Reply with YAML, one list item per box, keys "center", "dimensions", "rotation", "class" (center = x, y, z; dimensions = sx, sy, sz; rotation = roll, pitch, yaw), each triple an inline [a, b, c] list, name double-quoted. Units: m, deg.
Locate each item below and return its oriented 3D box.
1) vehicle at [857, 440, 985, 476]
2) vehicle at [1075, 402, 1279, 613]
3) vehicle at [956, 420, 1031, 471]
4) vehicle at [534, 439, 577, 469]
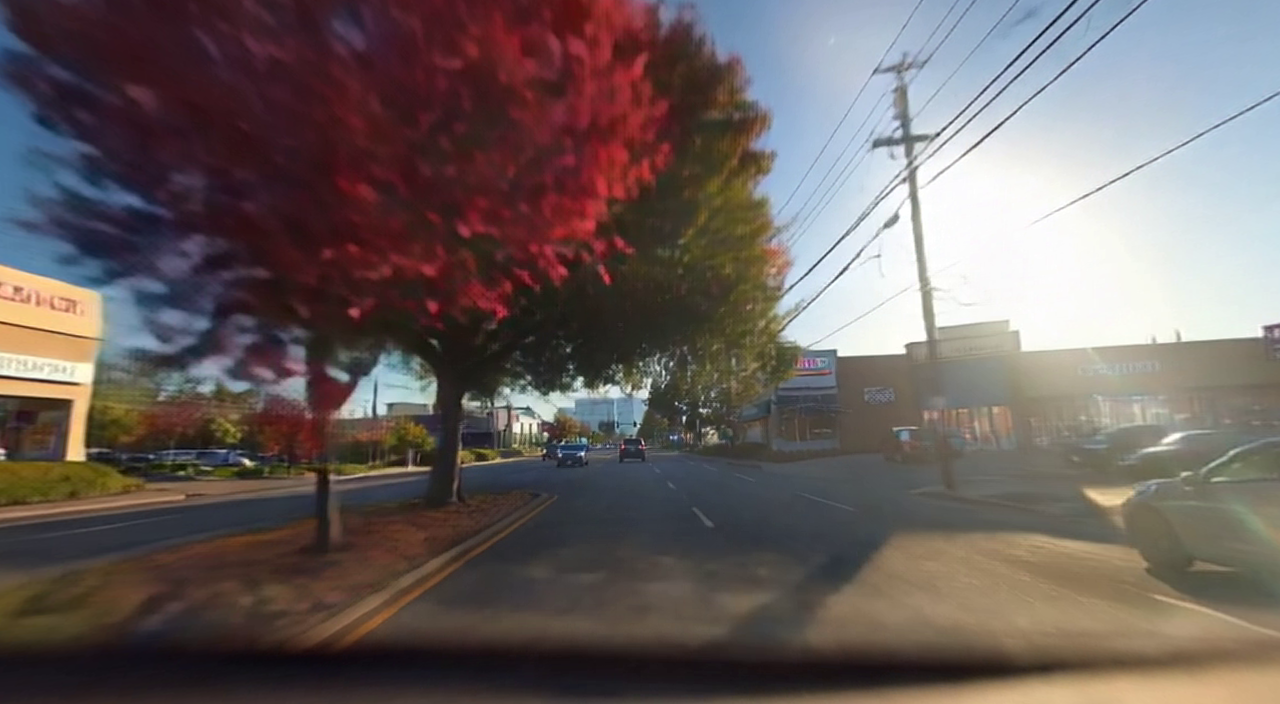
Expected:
- center: [14.568, 5.468, 32.854]
  dimensions: [5.733, 1.610, 2.253]
  rotation: [0, -8, -11]
  class: "vehicle"
- center: [6.235, 1.286, 5.262]
  dimensions: [1.995, 1.705, 4.434]
  rotation: [0, -9, -1]
  class: "vehicle"
- center: [19.116, 5.069, 34.233]
  dimensions: [2.918, 2.614, 1.930]
  rotation: [3, -9, -18]
  class: "vehicle"
- center: [-5.771, 7.004, 43.648]
  dimensions: [2.278, 1.828, 4.970]
  rotation: [-2, -8, 0]
  class: "vehicle"
